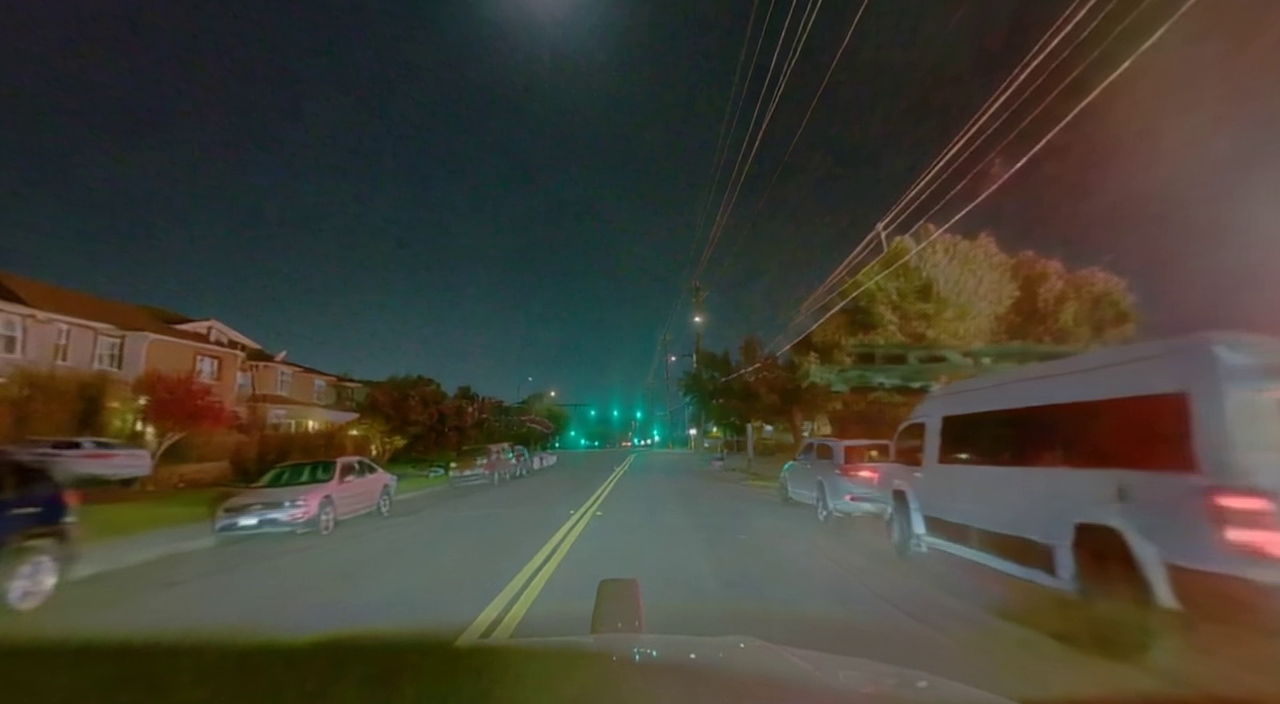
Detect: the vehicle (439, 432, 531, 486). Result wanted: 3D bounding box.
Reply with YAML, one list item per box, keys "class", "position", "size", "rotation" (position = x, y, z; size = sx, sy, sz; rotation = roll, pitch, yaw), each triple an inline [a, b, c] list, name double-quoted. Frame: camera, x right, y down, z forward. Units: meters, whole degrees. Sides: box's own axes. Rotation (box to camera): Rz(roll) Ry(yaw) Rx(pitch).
- class: "vehicle"
  position: [-6.037, 4.249, 25.315]
  size: [2.322, 1.913, 5.582]
  rotation: [0, -9, -1]

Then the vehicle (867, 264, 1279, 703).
- class: "vehicle"
  position: [4.136, 1.066, 5.392]
  size: [2.396, 2.164, 5.381]
  rotation: [0, -9, 1]

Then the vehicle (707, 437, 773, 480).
- class: "vehicle"
  position: [3.878, 4.195, 25.031]
  size: [1.848, 1.550, 4.054]
  rotation: [0, -9, -1]

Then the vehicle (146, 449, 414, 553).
- class: "vehicle"
  position: [-6.078, 2.528, 11.518]
  size: [2.048, 1.438, 4.728]
  rotation: [-1, -9, 1]
